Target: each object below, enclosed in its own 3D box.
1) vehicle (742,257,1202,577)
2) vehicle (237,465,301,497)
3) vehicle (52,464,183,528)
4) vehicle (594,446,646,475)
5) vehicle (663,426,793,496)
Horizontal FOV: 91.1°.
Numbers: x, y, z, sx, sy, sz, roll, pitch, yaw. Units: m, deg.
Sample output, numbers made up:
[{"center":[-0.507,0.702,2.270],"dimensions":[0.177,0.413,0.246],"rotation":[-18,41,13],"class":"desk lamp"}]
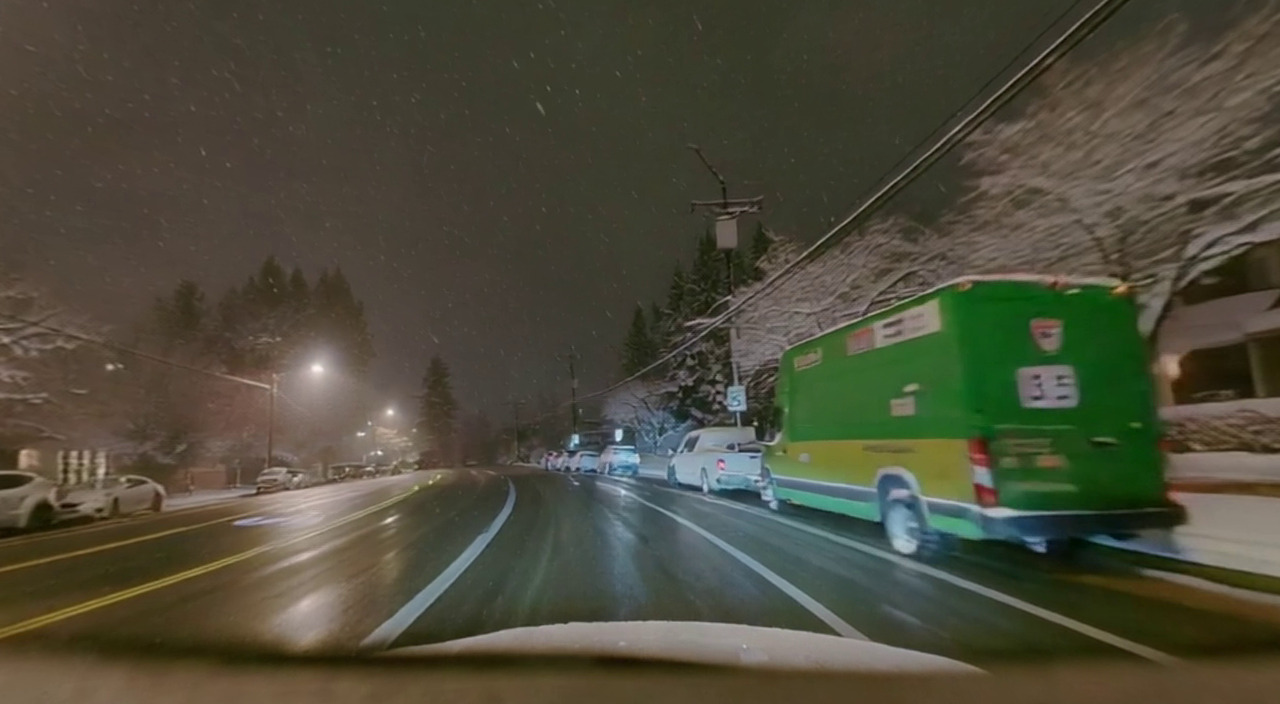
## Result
[{"center":[4.083,1.191,10.399],"dimensions":[2.918,3.319,7.595],"rotation":[1,-8,-5],"class":"vehicle"},{"center":[-21.583,7.480,36.710],"dimensions":[1.949,1.456,4.497],"rotation":[1,-7,-13],"class":"vehicle"},{"center":[-18.441,5.038,22.414],"dimensions":[1.934,1.733,3.921],"rotation":[-4,-8,-11],"class":"vehicle"},{"center":[-1.231,6.180,36.206],"dimensions":[2.041,1.520,4.674],"rotation":[2,-9,-14],"class":"vehicle"},{"center":[2.553,3.445,20.346],"dimensions":[2.251,1.868,6.178],"rotation":[2,-9,-11],"class":"vehicle"}]
